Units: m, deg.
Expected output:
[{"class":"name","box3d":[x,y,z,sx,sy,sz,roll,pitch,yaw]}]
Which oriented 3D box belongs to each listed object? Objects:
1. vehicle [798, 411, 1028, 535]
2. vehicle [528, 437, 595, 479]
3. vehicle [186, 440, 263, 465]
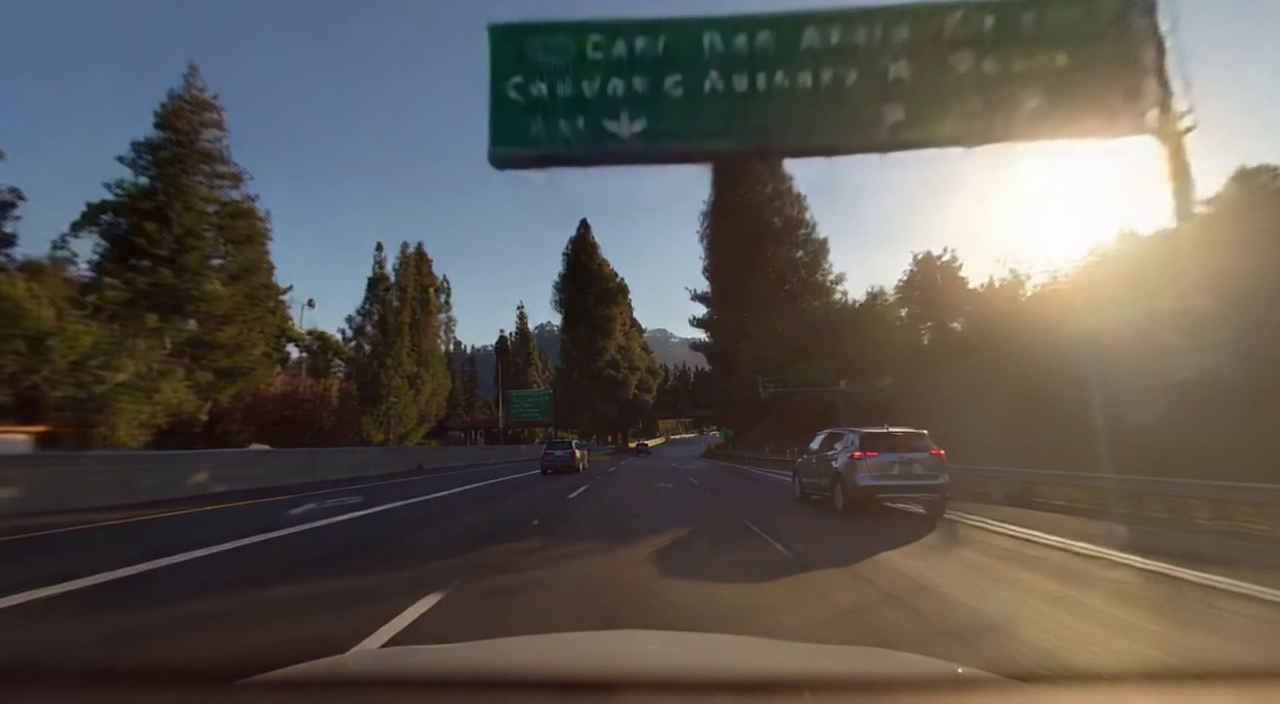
[{"class":"vehicle","box3d":[4.577,2.102,11.506,2.149,1.796,4.487,0,-8,0]},{"class":"vehicle","box3d":[-3.189,4.398,26.390,2.166,1.608,4.297,0,-8,2]},{"class":"vehicle","box3d":[-27.710,6.717,42.070,1.883,1.586,4.599,-1,-8,2]}]
